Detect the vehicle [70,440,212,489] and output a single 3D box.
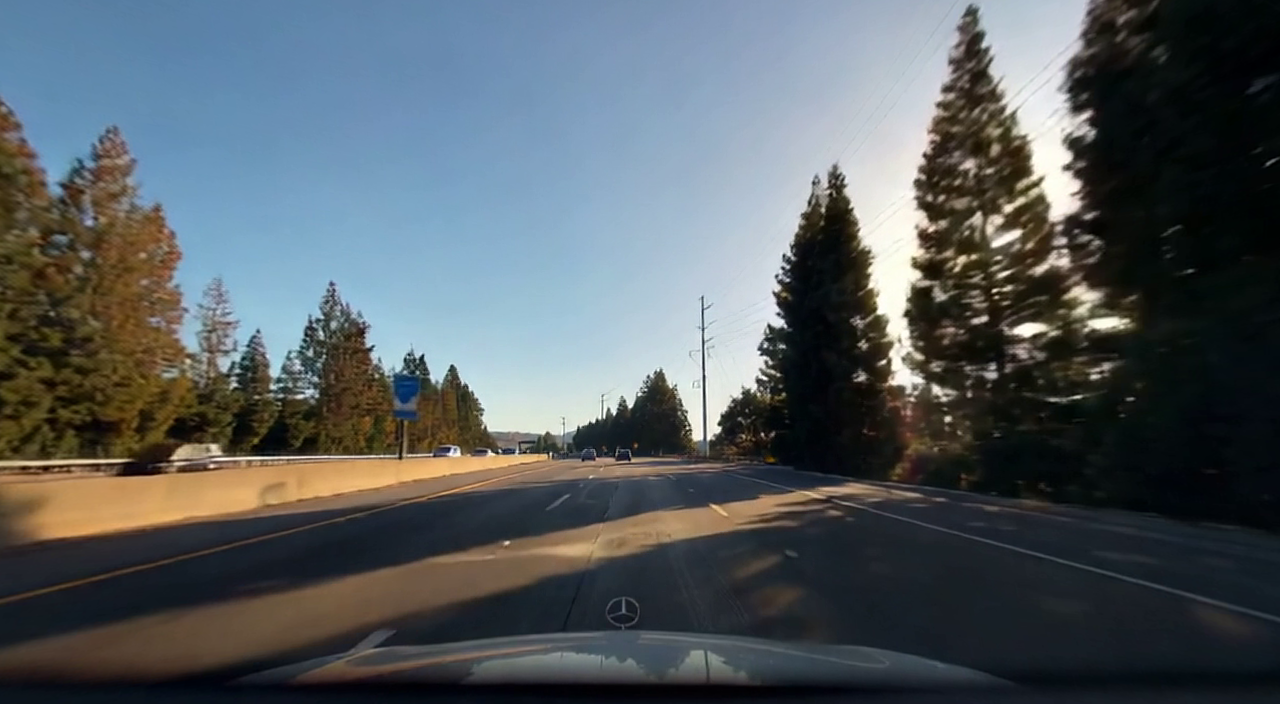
[{"bbox_3d":[-18.075,4.094,23.179,1.924,1.616,4.019,0,-9,-1],"label":"vehicle"}]
